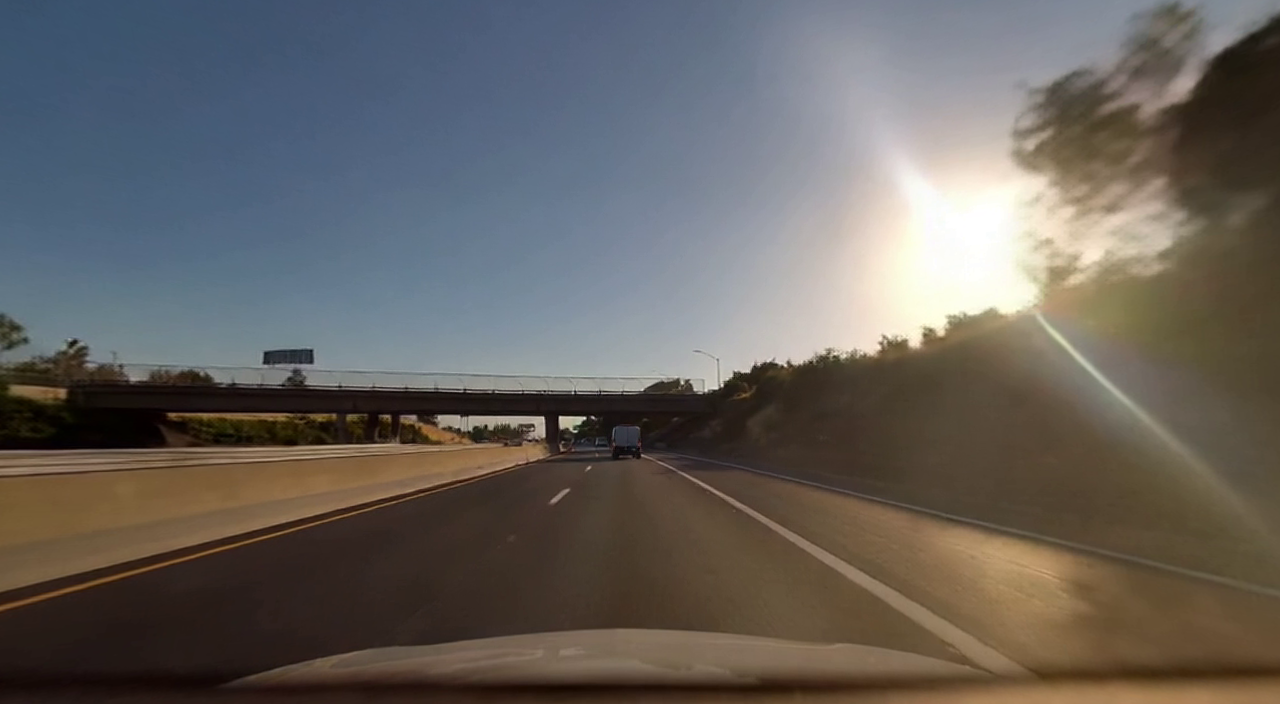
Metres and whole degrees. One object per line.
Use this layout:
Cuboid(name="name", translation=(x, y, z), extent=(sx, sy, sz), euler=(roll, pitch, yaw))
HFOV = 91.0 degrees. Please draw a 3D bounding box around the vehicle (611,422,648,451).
Cuboid(name="vehicle", translation=(-0.737, 5.314, 39.345), extent=(2.157, 1.647, 4.524), euler=(0, -8, -3))
